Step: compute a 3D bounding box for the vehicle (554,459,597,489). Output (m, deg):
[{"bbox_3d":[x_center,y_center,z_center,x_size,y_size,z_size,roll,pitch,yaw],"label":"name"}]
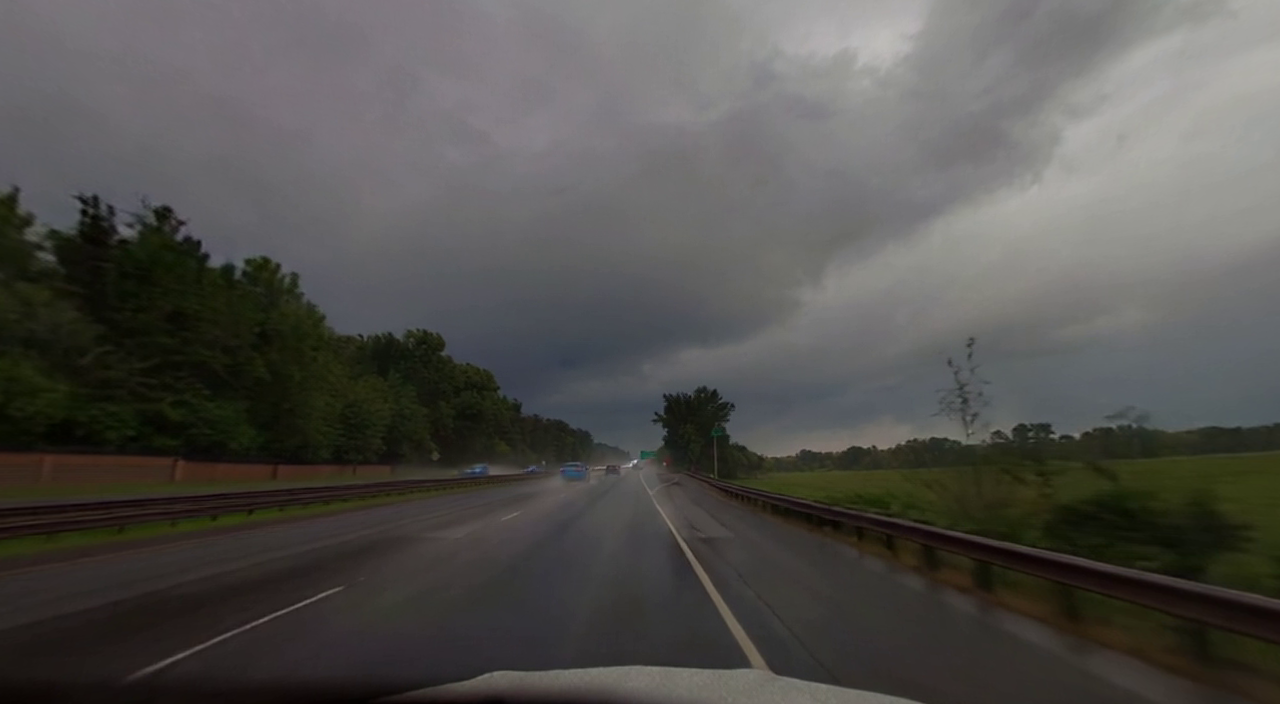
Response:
[{"bbox_3d":[-3.758,7.278,37.624,2.042,1.629,4.276,1,-10,1],"label":"vehicle"}]
